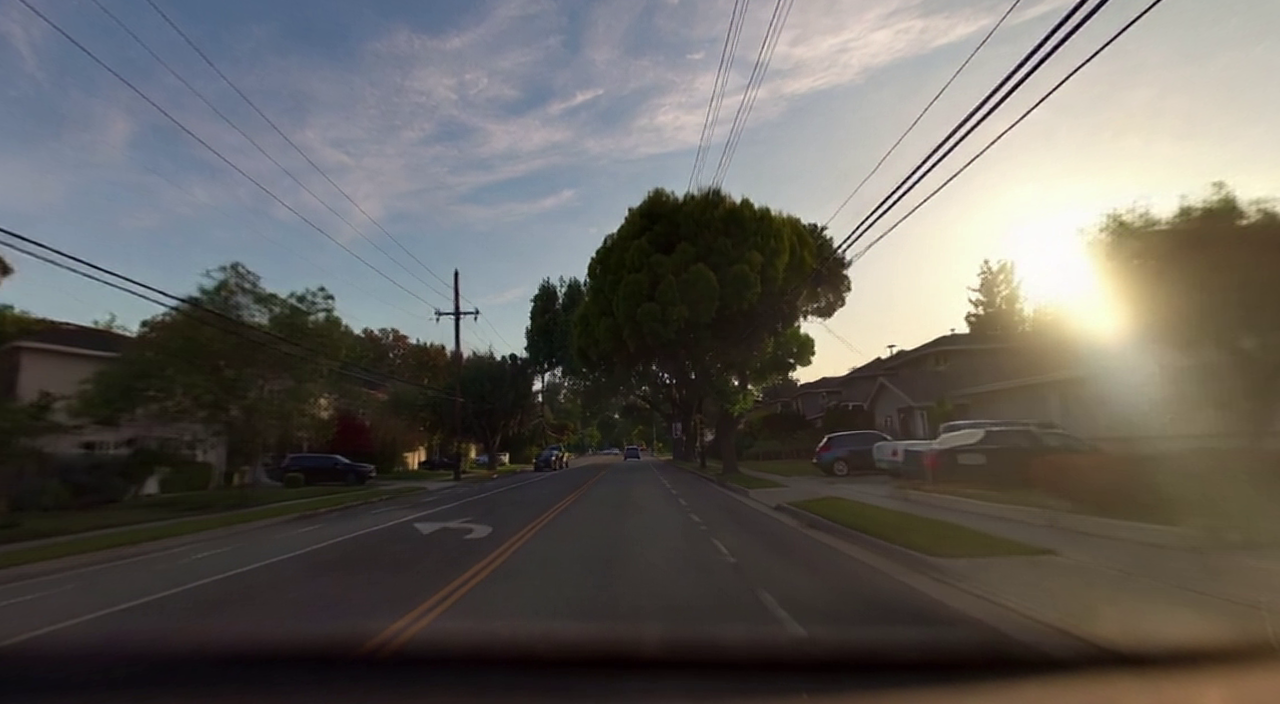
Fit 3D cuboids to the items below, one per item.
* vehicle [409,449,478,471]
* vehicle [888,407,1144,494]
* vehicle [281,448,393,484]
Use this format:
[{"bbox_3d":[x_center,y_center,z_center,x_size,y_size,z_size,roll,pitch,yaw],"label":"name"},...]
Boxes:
[{"bbox_3d":[-15.151,8.375,48.965,4.651,1.615,1.961,0,-9,2],"label":"vehicle"},{"bbox_3d":[8.877,2.377,15.320,4.747,1.942,2.158,0,-9,1],"label":"vehicle"},{"bbox_3d":[-15.078,5.676,31.643,4.501,1.689,2.106,0,-9,1],"label":"vehicle"}]
